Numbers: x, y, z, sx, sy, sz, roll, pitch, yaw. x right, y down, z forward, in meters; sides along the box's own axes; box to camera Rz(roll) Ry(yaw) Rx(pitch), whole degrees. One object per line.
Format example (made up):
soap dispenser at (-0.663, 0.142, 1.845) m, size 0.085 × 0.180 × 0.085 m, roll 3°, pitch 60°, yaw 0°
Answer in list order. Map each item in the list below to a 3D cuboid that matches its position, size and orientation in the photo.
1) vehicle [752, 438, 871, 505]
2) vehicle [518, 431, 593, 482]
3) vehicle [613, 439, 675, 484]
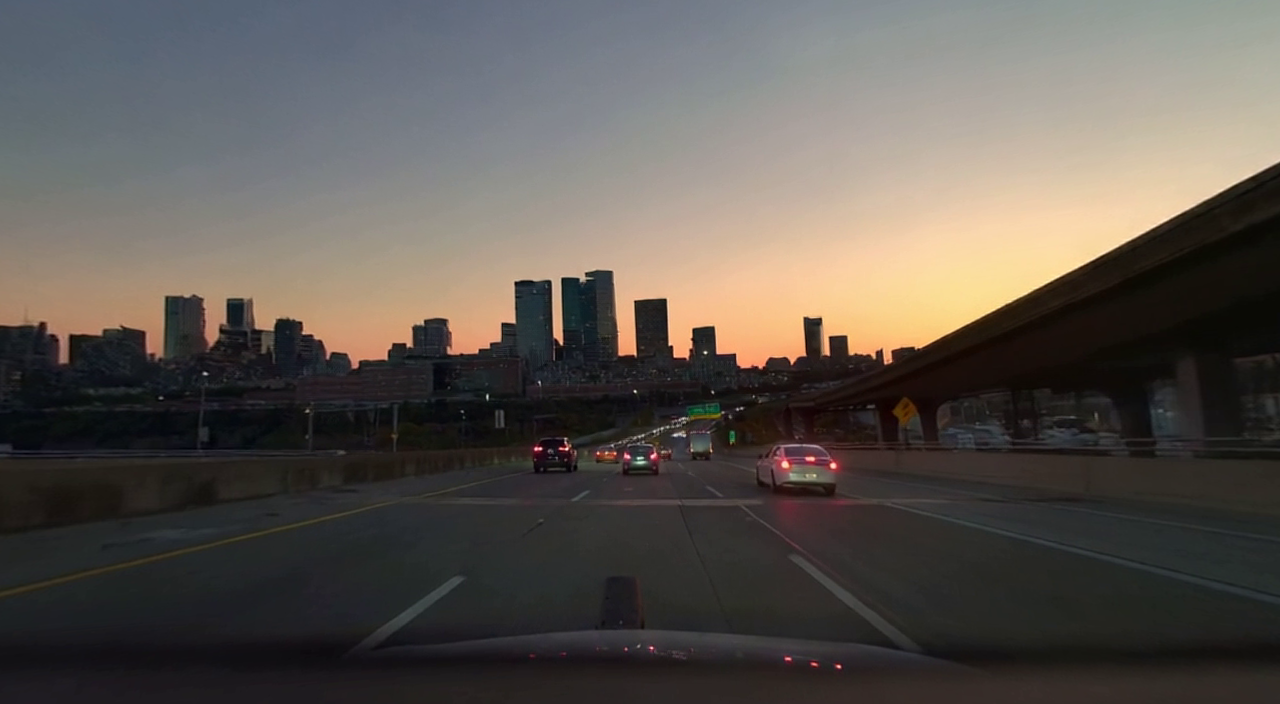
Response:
vehicle at (4.247, 3.009, 16.296) m, size 1.974 × 1.490 × 3.994 m, roll 0°, pitch -8°, yaw 0°
vehicle at (-3.274, 4.173, 25.460) m, size 2.142 × 1.819 × 4.648 m, roll 0°, pitch -8°, yaw 3°
vehicle at (0.199, 4.001, 23.269) m, size 2.089 × 1.493 × 3.964 m, roll 0°, pitch -8°, yaw 2°
